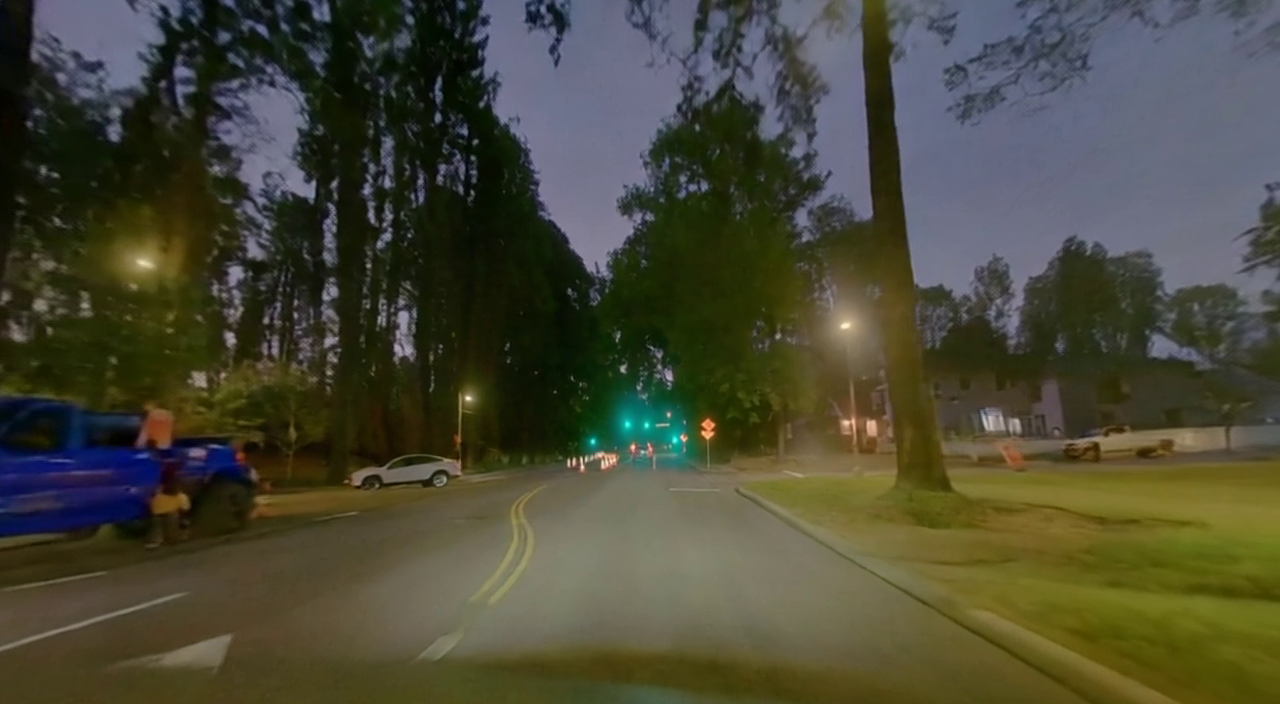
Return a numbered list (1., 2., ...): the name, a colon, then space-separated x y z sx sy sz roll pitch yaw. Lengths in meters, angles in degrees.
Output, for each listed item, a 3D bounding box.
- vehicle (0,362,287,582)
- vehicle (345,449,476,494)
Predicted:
1. vehicle: -9.373 1.941 10.279 2.816 2.723 7.506 -4 -9 1
2. vehicle: -9.392 4.919 26.060 4.594 1.696 1.971 1 -9 -1
